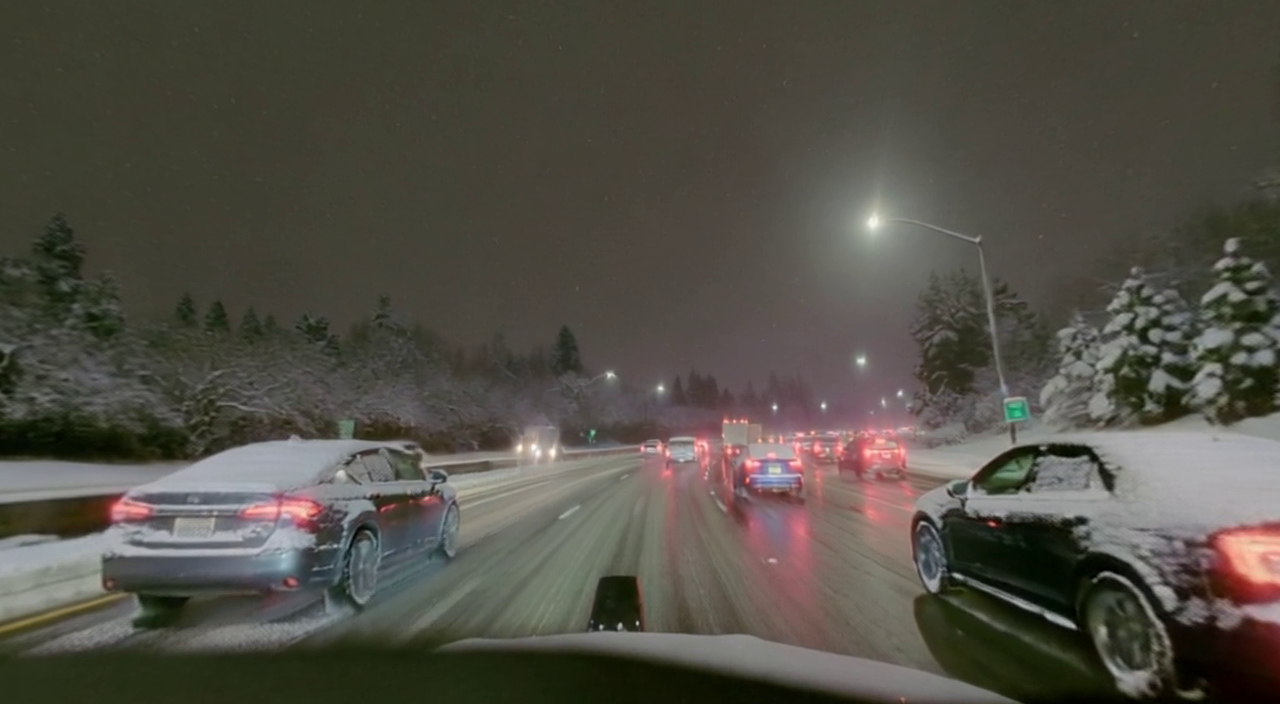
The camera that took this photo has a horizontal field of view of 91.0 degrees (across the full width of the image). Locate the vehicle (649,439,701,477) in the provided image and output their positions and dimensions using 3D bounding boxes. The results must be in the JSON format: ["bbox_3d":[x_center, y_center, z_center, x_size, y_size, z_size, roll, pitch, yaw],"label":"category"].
[{"bbox_3d":[1.612,4.826,28.811,2.201,1.614,3.803,-1,-9,3],"label":"vehicle"}]

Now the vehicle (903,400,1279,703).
[{"bbox_3d":[3.410,1.093,3.399,2.014,1.489,4.696,0,-9,1],"label":"vehicle"}]

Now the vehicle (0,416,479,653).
[{"bbox_3d":[-3.260,1.568,6.503,1.937,1.558,4.469,0,-9,1],"label":"vehicle"}]

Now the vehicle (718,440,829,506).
[{"bbox_3d":[3.335,3.130,16.698,2.009,1.489,4.559,0,-9,1],"label":"vehicle"}]

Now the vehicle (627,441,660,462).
[{"bbox_3d":[0.293,7.713,48.748,2.059,1.516,4.236,-1,-9,7],"label":"vehicle"}]
